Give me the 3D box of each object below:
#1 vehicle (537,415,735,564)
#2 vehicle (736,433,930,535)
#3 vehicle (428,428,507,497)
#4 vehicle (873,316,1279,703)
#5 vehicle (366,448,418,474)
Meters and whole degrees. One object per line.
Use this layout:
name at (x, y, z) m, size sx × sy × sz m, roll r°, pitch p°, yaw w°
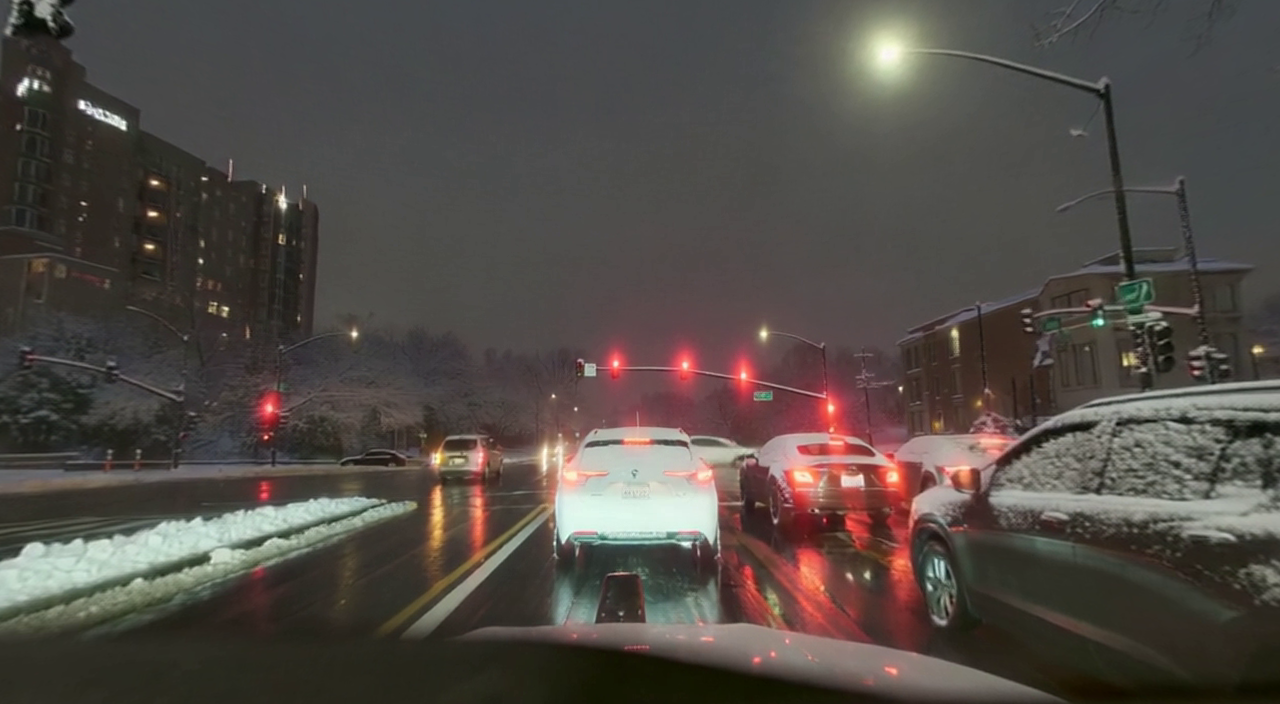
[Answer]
vehicle at (-0.089, 1.828, 9.088) m, size 2.188 × 1.637 × 4.027 m, roll 0°, pitch -9°, yaw -1°
vehicle at (3.163, 2.257, 11.465) m, size 2.001 × 1.463 × 4.398 m, roll 0°, pitch -8°, yaw -2°
vehicle at (-5.273, 3.323, 19.412) m, size 2.021 × 1.837 × 4.448 m, roll 2°, pitch -9°, yaw -15°
vehicle at (3.007, 0.904, 2.972) m, size 2.103 × 1.701 × 4.294 m, roll 0°, pitch -9°, yaw -1°
vehicle at (-18.775, 8.244, 48.125) m, size 2.026 × 1.836 × 4.726 m, roll 0°, pitch -8°, yaw 0°
